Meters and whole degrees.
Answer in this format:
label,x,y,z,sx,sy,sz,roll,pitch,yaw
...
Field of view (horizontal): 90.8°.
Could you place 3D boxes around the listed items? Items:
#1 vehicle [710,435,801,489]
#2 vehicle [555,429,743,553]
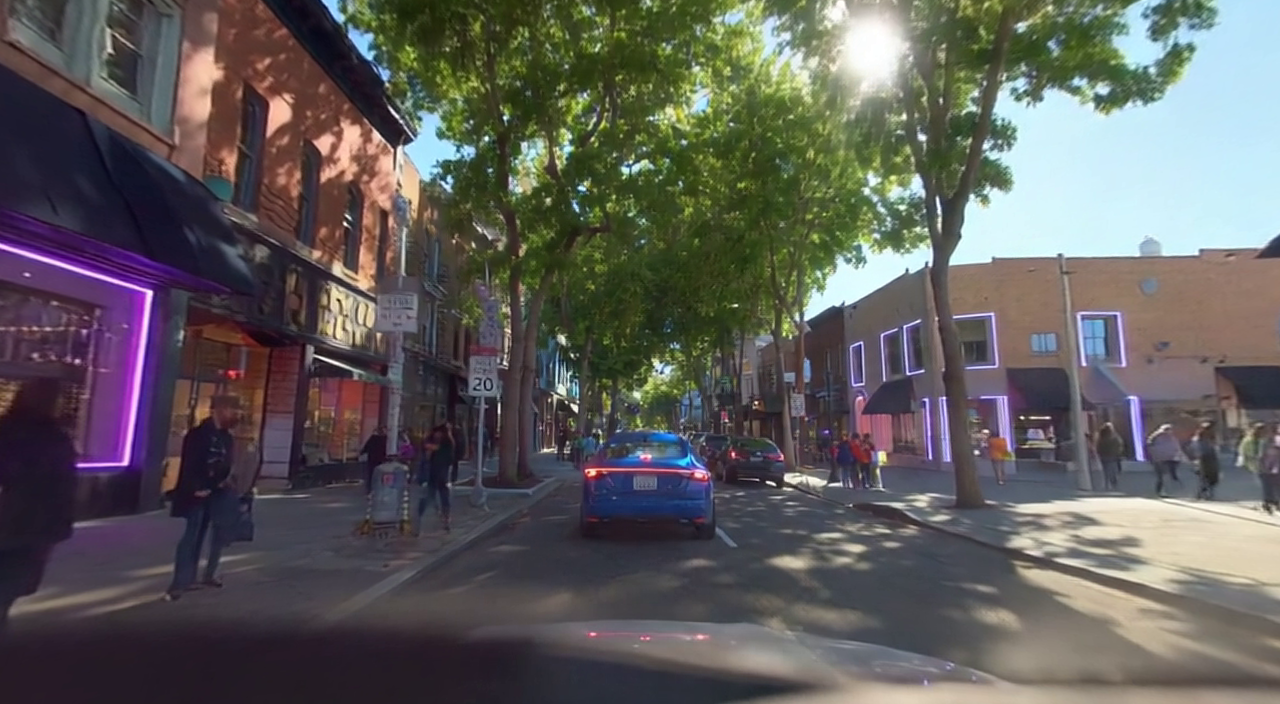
label,x,y,z,sx,sy,sz,roll,pitch,yaw
vehicle,3.576,3.507,20.450,2.025,1.523,4.426,0,-9,-1
vehicle,0.062,1.984,9.730,2.261,1.474,4.130,0,-9,-1
